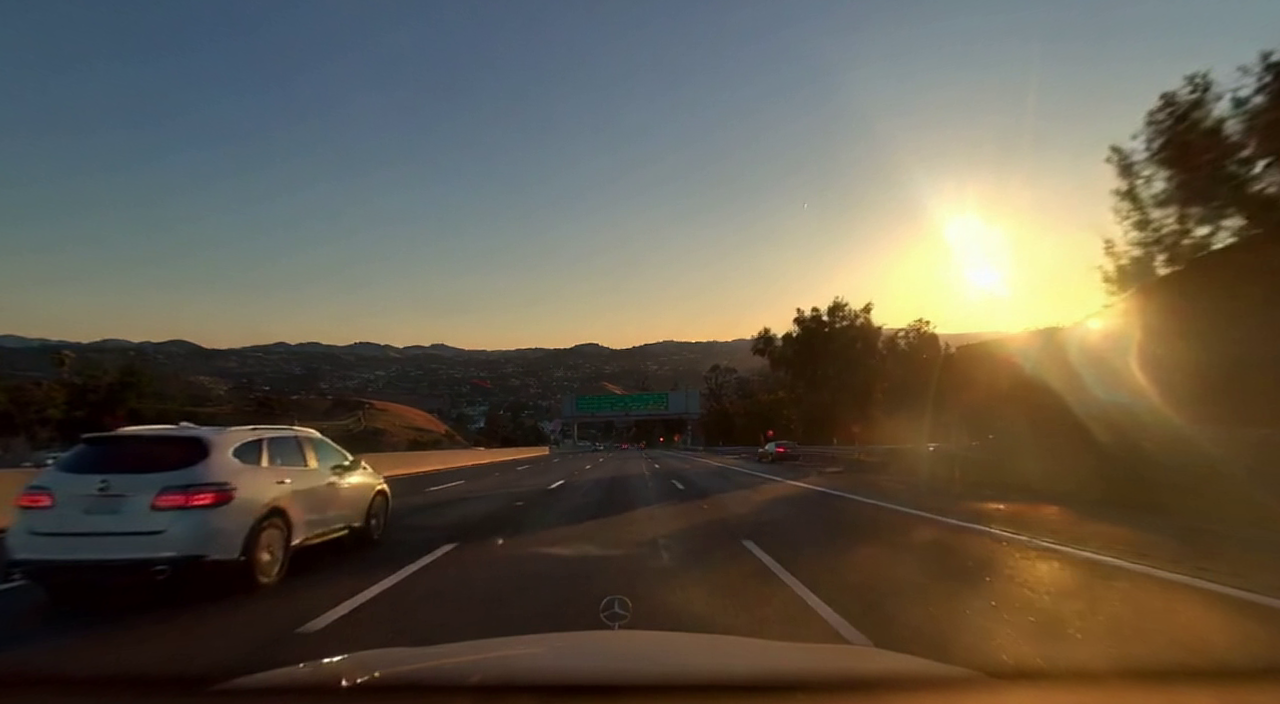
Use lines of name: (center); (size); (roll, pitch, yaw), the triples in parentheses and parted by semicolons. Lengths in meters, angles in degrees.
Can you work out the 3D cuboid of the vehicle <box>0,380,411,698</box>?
vehicle: (-4.177, 1.341, 5.910); (2.200, 1.662, 5.091); (0, -8, -1)
